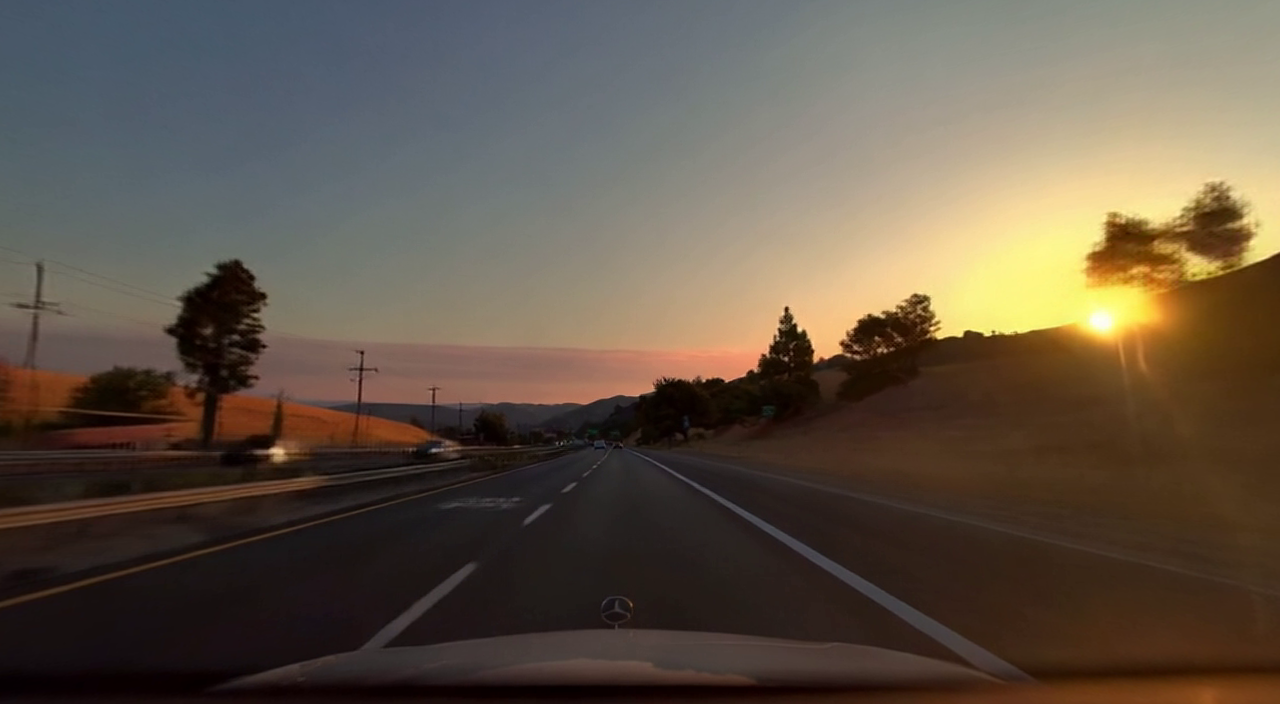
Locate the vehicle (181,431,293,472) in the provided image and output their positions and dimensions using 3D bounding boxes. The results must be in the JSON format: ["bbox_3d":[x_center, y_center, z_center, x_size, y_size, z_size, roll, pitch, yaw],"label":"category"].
[{"bbox_3d":[-16.795,4.154,26.510,1.877,1.573,4.360,0,-8,-1],"label":"vehicle"}]
